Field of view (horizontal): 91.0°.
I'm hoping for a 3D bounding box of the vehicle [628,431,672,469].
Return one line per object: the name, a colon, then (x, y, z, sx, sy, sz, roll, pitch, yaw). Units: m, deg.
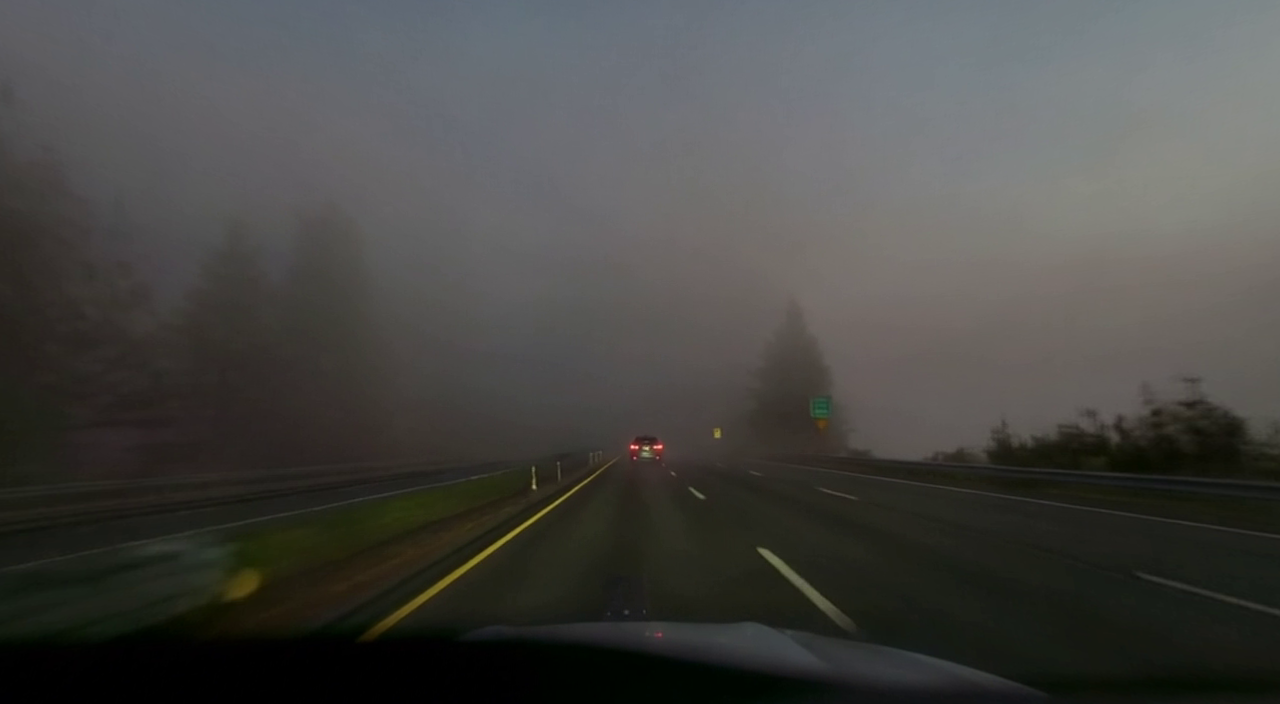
vehicle: (0.564, 5.476, 35.308, 2.301, 1.944, 4.554, 0, -8, 1)
